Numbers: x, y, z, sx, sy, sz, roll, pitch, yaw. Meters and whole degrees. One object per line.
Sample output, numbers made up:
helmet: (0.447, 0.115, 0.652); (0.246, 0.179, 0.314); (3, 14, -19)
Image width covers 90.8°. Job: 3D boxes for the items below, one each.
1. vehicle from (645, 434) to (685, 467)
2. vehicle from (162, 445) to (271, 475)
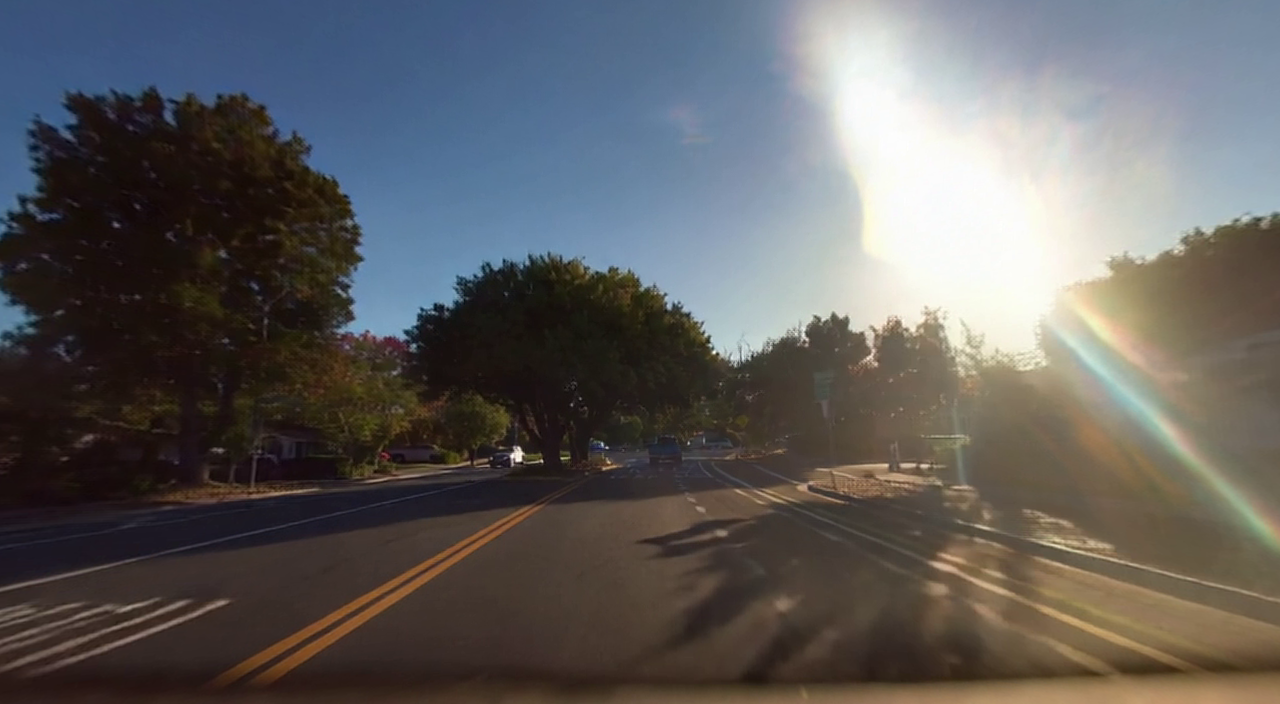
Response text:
vehicle: (1.640, 6.239, 40.114); (2.153, 1.942, 4.767); (-1, -9, 6)
vehicle: (-25.817, 6.611, 38.701); (4.975, 1.732, 2.165); (2, -9, -13)
